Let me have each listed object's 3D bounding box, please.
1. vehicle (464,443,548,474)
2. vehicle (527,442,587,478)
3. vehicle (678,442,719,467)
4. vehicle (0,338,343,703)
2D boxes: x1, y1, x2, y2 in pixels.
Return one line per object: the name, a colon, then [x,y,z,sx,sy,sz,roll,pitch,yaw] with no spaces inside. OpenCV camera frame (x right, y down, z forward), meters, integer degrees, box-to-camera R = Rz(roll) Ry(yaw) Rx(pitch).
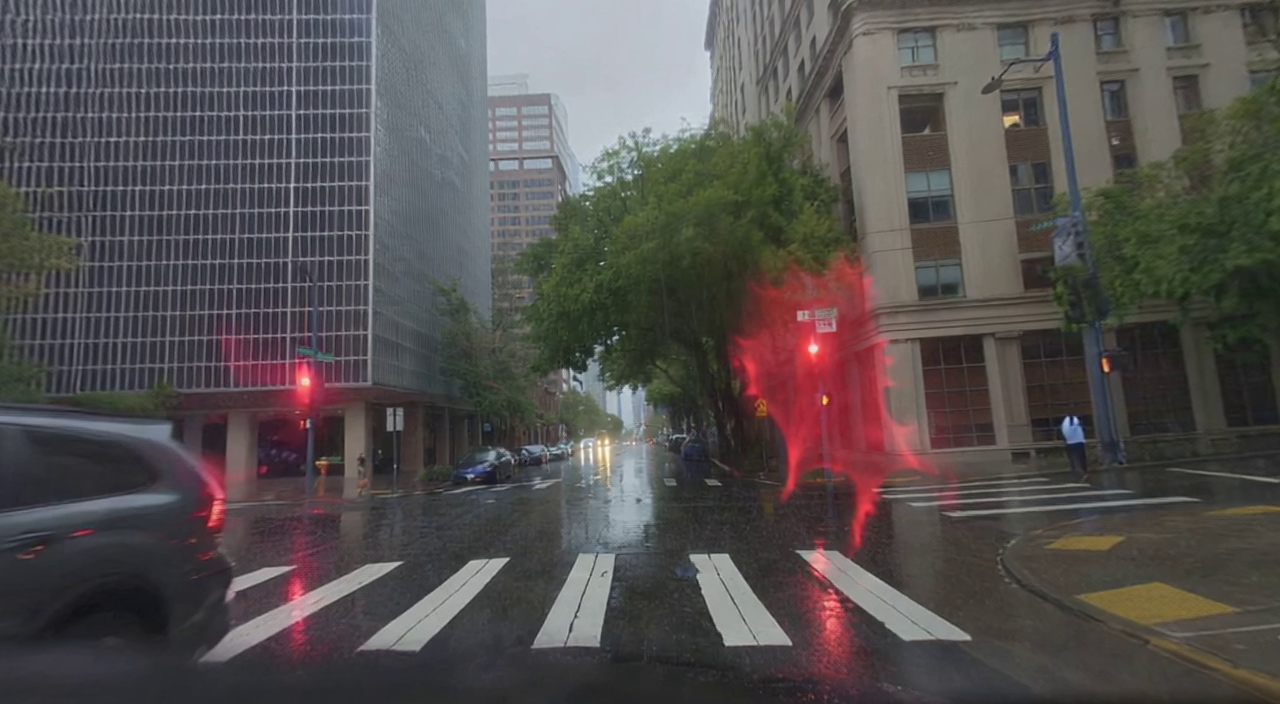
vehicle: [-8.021,6.349,38.014,4.526,1.726,1.963,8,-12,-44]
vehicle: [-3.667,4.842,28.652,1.989,1.481,4.500,0,-8,1]
vehicle: [3.539,6.273,38.868,1.853,1.426,4.160,1,-8,-3]
vehicle: [-3.224,0.786,1.785,1.958,1.751,4.393,-2,-9,12]
